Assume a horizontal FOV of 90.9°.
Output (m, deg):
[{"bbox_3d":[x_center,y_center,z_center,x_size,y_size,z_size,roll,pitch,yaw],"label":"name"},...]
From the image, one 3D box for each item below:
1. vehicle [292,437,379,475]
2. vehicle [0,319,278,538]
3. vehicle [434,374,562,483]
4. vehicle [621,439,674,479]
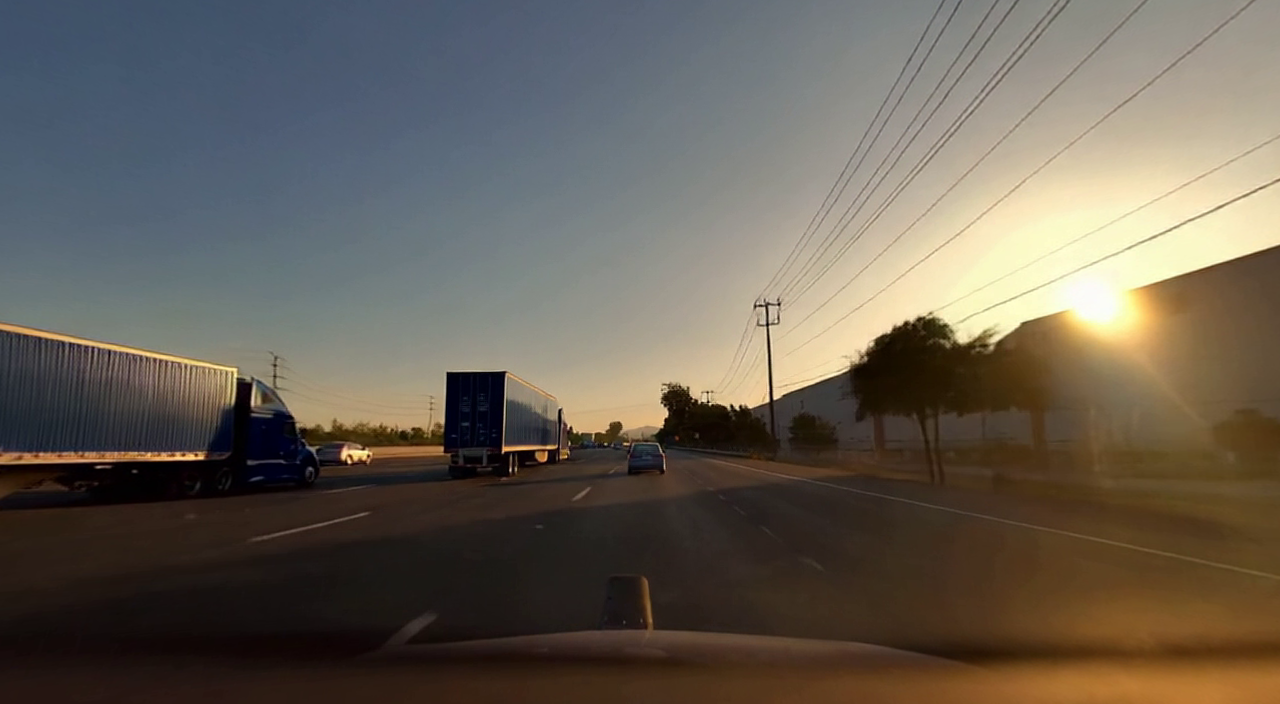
[{"bbox_3d":[-14.667,5.017,30.727,1.938,1.679,4.469,0,-8,1],"label":"vehicle"},{"bbox_3d":[-10.701,1.405,11.080,2.896,3.140,9.491,0,-8,1],"label":"vehicle"},{"bbox_3d":[-6.309,4.012,31.553,2.907,4.081,15.311,0,-8,0],"label":"vehicle"},{"bbox_3d":[0.293,4.471,26.579,2.055,1.514,4.323,0,-8,0],"label":"vehicle"}]
